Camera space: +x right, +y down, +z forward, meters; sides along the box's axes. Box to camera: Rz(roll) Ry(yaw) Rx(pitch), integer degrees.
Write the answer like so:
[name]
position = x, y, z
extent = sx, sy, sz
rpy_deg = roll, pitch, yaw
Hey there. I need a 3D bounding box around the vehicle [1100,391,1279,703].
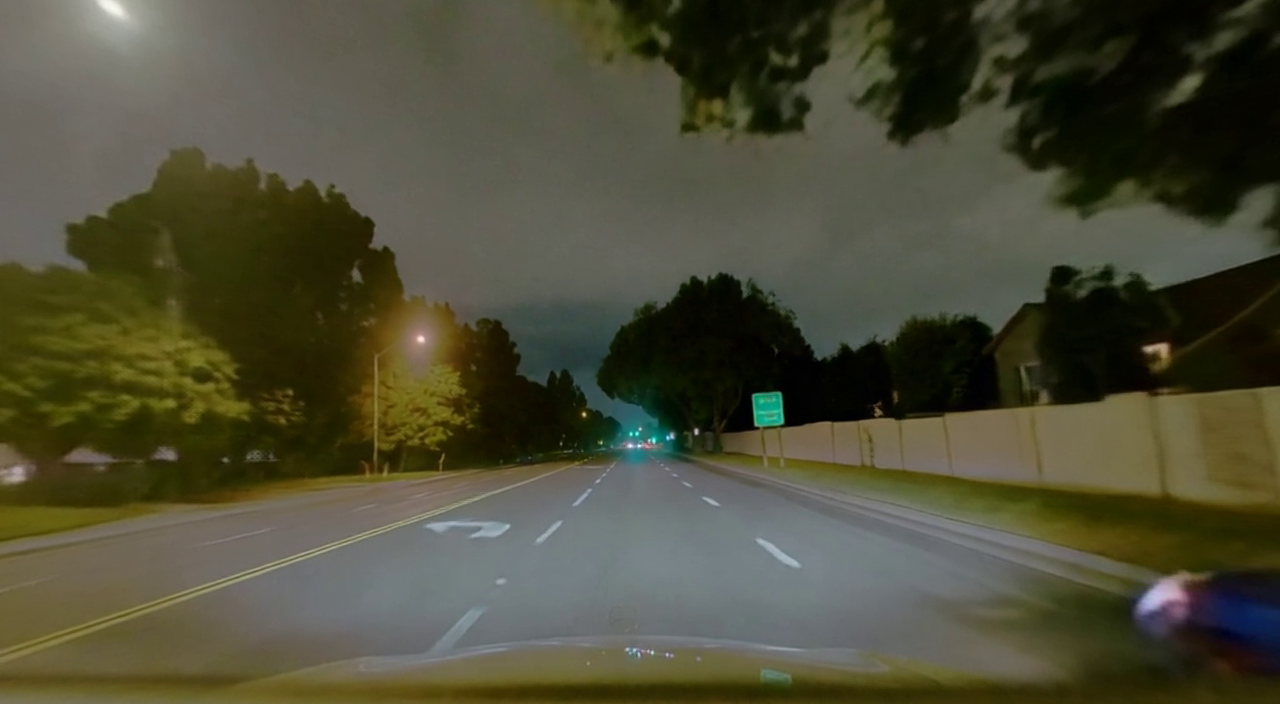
[vehicle]
position = 2.981, 0.658, 0.530
extent = 1.991, 1.476, 4.153
rpy_deg = 0, -8, -1
